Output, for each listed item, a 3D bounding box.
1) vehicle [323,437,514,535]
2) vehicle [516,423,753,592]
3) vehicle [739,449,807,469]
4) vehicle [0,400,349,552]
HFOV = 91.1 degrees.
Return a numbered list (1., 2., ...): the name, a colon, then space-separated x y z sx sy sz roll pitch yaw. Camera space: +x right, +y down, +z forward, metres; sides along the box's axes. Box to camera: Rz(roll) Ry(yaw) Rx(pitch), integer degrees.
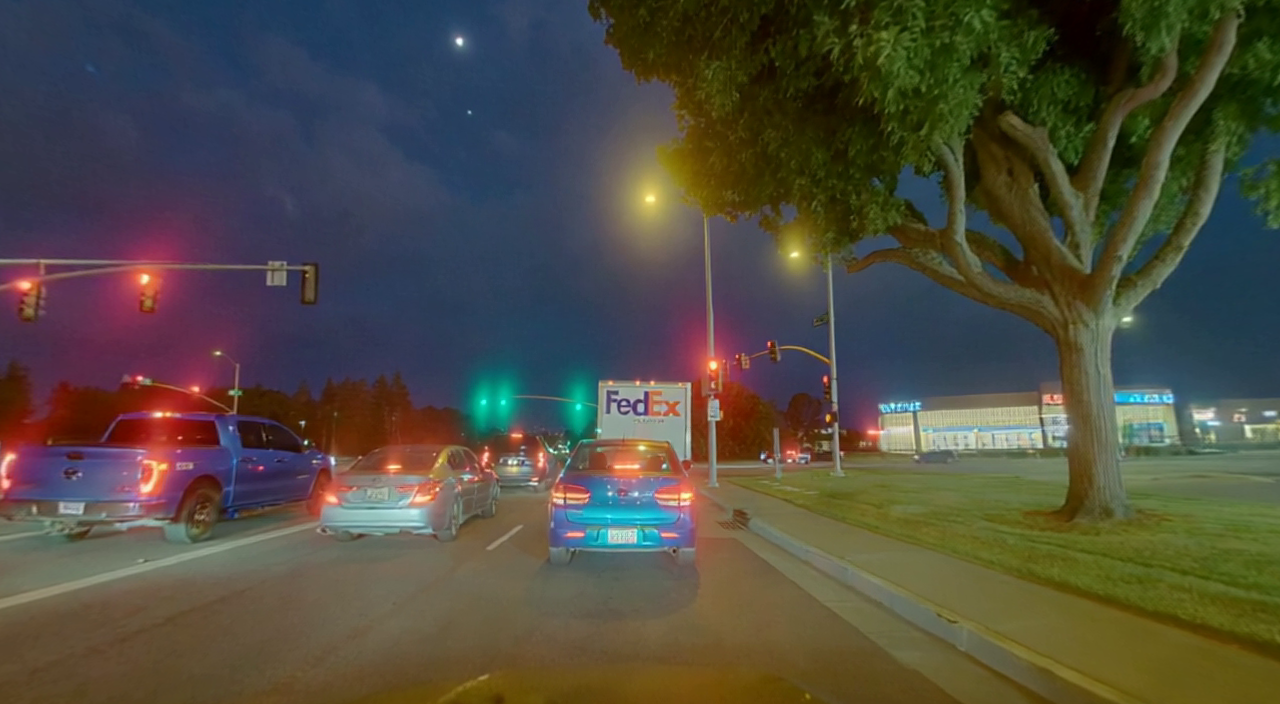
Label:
1. vehicle: -3.874 2.398 11.941 1.949 1.487 4.390 0 -9 1
2. vehicle: -0.047 1.738 7.909 2.145 1.513 4.269 0 -9 0
3. vehicle: 10.274 8.284 48.669 4.841 1.494 1.829 1 -9 -5
4. vehicle: -7.291 1.977 10.736 2.125 1.893 5.498 0 -9 -2
